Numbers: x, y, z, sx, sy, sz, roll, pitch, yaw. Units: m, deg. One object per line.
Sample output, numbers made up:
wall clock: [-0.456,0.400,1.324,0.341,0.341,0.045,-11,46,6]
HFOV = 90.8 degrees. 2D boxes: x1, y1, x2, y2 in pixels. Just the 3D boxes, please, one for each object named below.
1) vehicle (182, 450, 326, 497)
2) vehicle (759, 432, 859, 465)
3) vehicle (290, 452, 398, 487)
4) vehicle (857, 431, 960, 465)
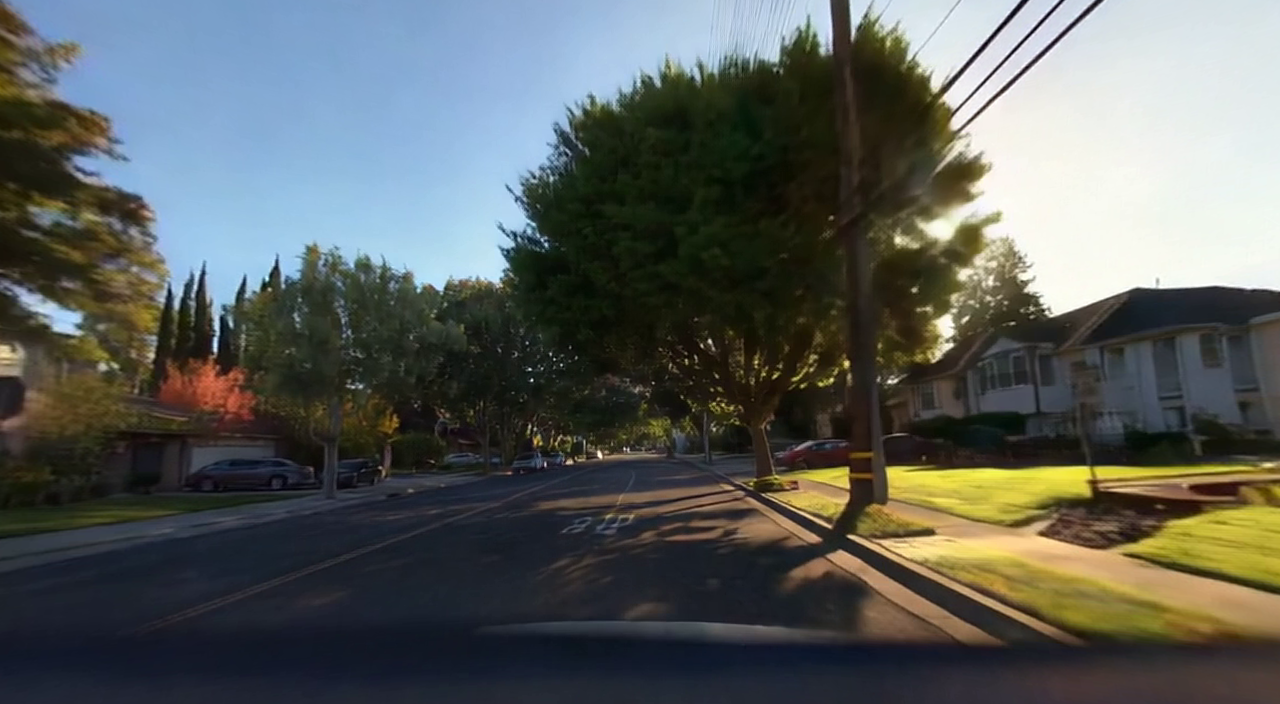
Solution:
vehicle: [-15.127,4.733,24.887,4.500,1.714,1.924,-1,-9,7]
vehicle: [9.346,5.364,35.267,4.952,1.775,2.089,0,-8,0]
vehicle: [-14.220,5.638,30.512,4.260,1.588,1.927,-1,-9,5]
vehicle: [13.012,4.687,30.797,4.122,1.610,1.888,0,-9,2]
